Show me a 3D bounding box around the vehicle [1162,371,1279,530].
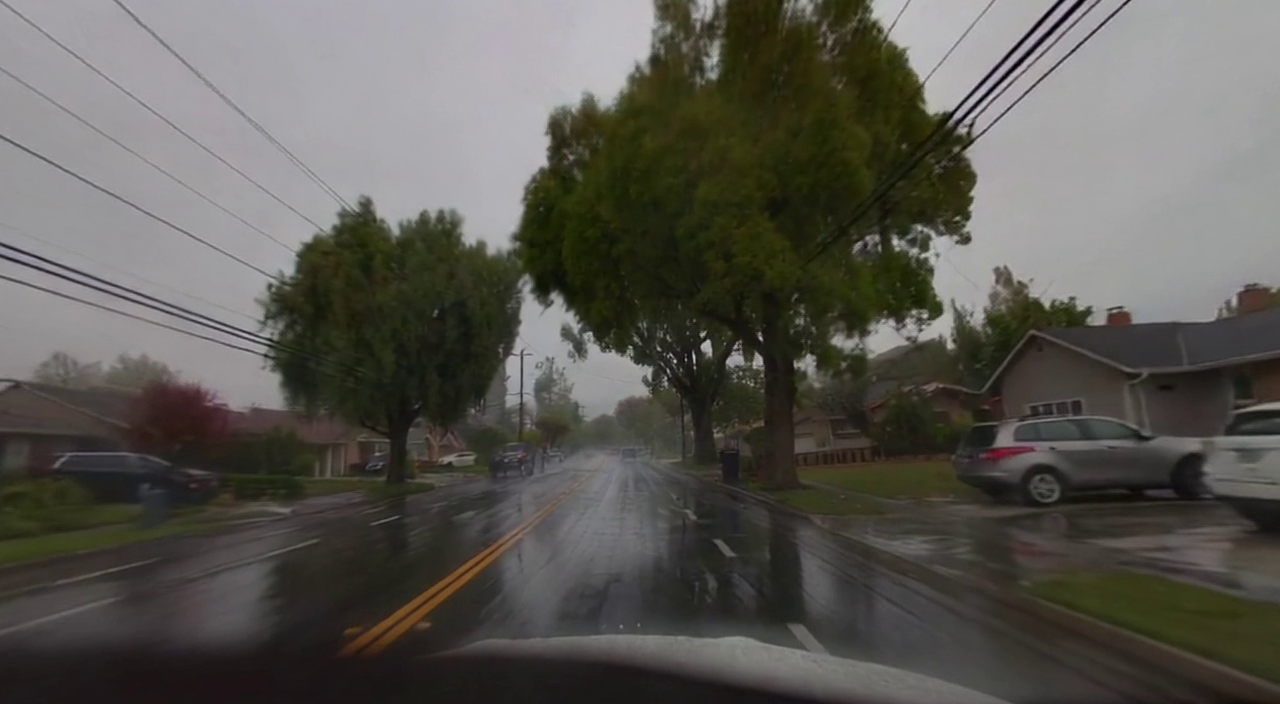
[{"bbox_3d":[9.502,1.257,8.063,3.994,1.854,1.872,1,-9,-3],"label":"vehicle"}]

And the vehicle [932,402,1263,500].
[{"bbox_3d":[9.248,2.050,13.204,5.212,1.853,2.062,0,-9,1],"label":"vehicle"}]

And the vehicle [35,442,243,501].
[{"bbox_3d":[-15.126,3.612,19.295,4.501,1.689,2.106,0,-9,0],"label":"vehicle"}]

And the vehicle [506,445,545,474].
[{"bbox_3d":[-8.136,7.669,45.361,1.987,1.710,4.321,-4,-7,-1],"label":"vehicle"}]

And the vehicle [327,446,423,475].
[{"bbox_3d":[-15.299,6.282,36.582,4.651,1.615,1.961,0,-9,1],"label":"vehicle"}]
